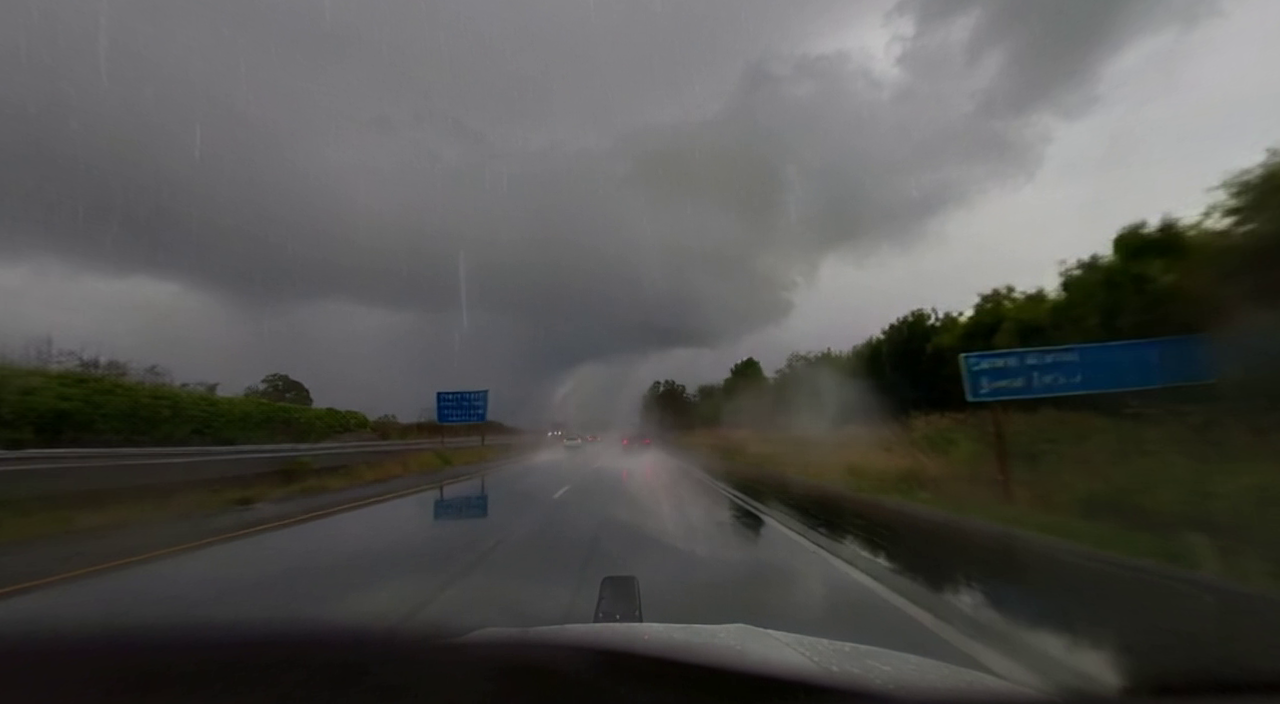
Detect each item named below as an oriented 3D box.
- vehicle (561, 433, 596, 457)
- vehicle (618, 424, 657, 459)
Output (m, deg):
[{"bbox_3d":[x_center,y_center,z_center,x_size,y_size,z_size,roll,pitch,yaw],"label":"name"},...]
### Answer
[{"bbox_3d":[-4.210,6.445,43.759,2.062,1.567,4.117,0,-8,-1],"label":"vehicle"},{"bbox_3d":[-0.210,5.308,37.329,2.223,1.957,4.416,0,-8,-2],"label":"vehicle"}]
